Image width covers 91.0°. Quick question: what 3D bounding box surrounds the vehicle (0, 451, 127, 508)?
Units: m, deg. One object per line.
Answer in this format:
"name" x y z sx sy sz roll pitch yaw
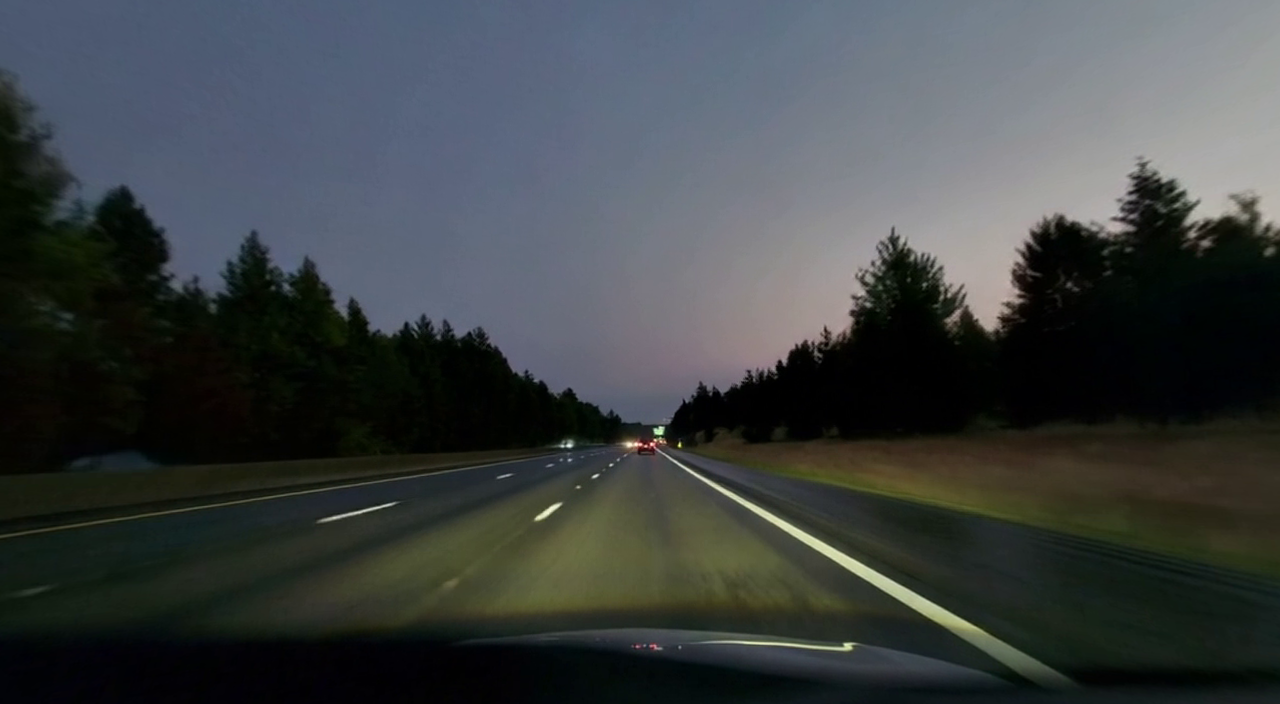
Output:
"vehicle" -17.888 3.717 18.808 1.747 1.448 3.879 0 -8 0
